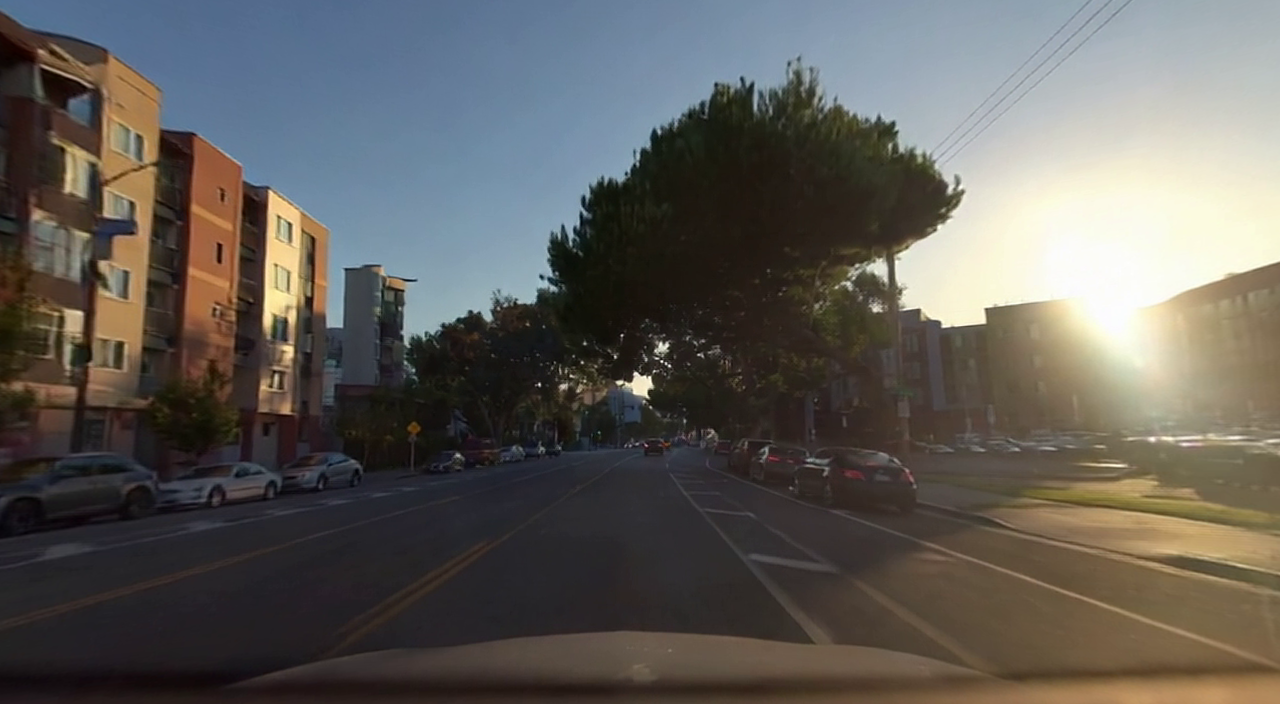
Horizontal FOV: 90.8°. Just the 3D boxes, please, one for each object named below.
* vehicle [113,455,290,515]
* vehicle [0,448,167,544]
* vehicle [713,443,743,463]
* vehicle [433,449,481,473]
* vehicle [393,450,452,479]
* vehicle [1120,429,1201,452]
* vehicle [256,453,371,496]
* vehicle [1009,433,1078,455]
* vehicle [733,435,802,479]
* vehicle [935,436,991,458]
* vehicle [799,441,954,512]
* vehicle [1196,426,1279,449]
[{"bbox_3d":[-12.688,3.833,18.746,1.779,1.433,4.633,0,-8,2],"label":"vehicle"},{"bbox_3d":[-12.606,2.900,13.386,1.908,1.694,4.306,0,-8,-3],"label":"vehicle"},{"bbox_3d":[6.788,7.782,48.912,1.947,1.487,4.549,0,-8,4],"label":"vehicle"},{"bbox_3d":[-12.204,7.265,42.364,1.723,1.418,4.359,0,-8,2],"label":"vehicle"},{"bbox_3d":[-12.211,6.285,35.686,1.926,1.499,3.869,0,-8,1],"label":"vehicle"},{"bbox_3d":[36.740,6.285,44.760,1.780,1.479,4.556,0,-8,-1],"label":"vehicle"},{"bbox_3d":[-12.574,4.719,24.748,1.889,1.461,4.608,0,-8,2],"label":"vehicle"},{"bbox_3d":[28.536,6.546,44.859,1.790,1.460,4.515,0,-8,-2],"label":"vehicle"},{"bbox_3d":[5.694,4.769,29.065,2.102,1.781,5.470,0,-8,1],"label":"vehicle"},{"bbox_3d":[22.884,6.750,44.901,1.797,1.425,3.794,0,-8,-2],"label":"vehicle"},{"bbox_3d":[5.449,2.897,15.277,2.085,1.466,4.276,0,-8,0],"label":"vehicle"},{"bbox_3d":[42.027,6.084,44.575,1.793,1.525,4.157,0,-8,2],"label":"vehicle"}]
